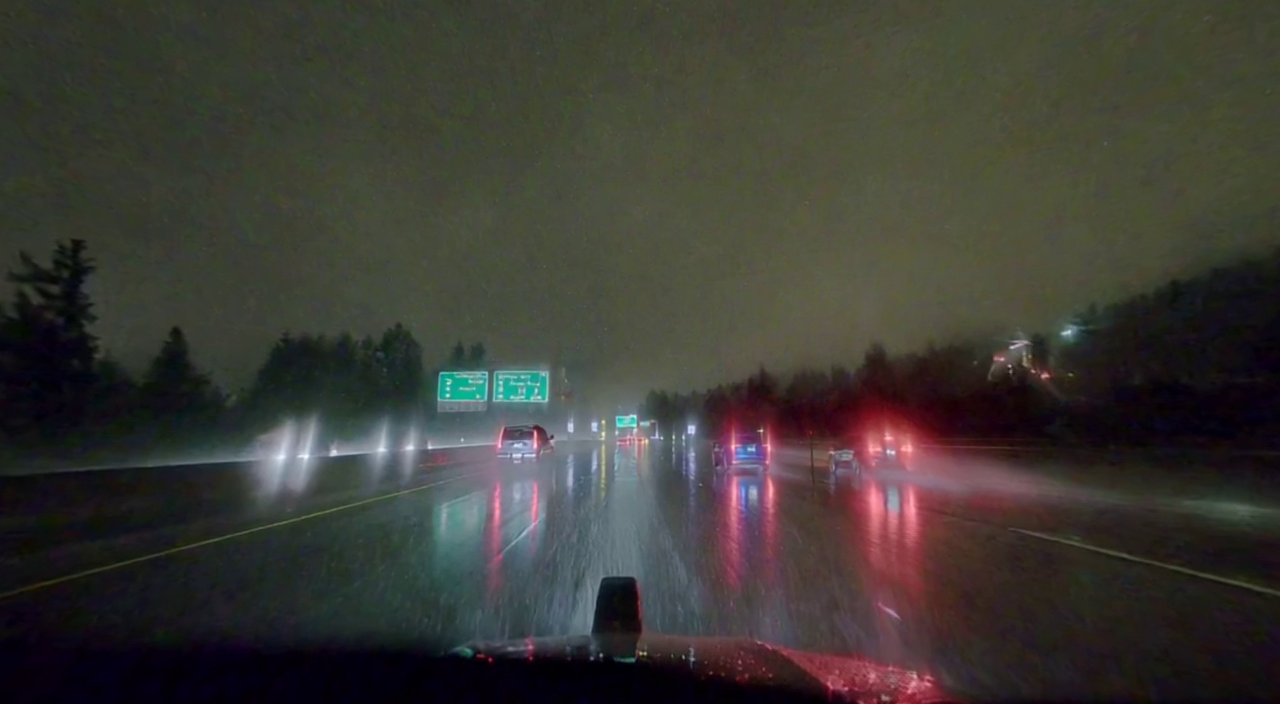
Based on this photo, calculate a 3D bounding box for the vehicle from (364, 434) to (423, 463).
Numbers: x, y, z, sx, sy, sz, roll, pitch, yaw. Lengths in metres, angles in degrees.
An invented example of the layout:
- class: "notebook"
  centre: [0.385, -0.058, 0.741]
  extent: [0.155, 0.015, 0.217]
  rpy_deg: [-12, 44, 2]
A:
- class: "vehicle"
  centre: [-16.819, 6.587, 43.205]
  extent: [2.083, 1.902, 4.873]
  rpy_deg: [0, -8, -1]

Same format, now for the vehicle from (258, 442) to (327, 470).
- class: "vehicle"
  centre: [-20.977, 6.291, 38.136]
  extent: [1.848, 1.544, 4.103]
  rpy_deg: [0, -8, -1]

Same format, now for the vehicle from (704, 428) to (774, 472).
- class: "vehicle"
  centre: [3.847, 3.872, 25.133]
  extent: [2.011, 1.576, 4.060]
  rpy_deg: [0, -8, -2]

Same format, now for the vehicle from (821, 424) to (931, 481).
- class: "vehicle"
  centre: [7.452, 3.186, 20.316]
  extent: [1.956, 1.634, 3.935]
  rpy_deg: [0, -8, -1]

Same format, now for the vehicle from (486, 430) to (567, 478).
- class: "vehicle"
  centre: [-3.741, 3.442, 21.552]
  extent: [2.032, 1.465, 4.316]
  rpy_deg: [0, -8, -1]
